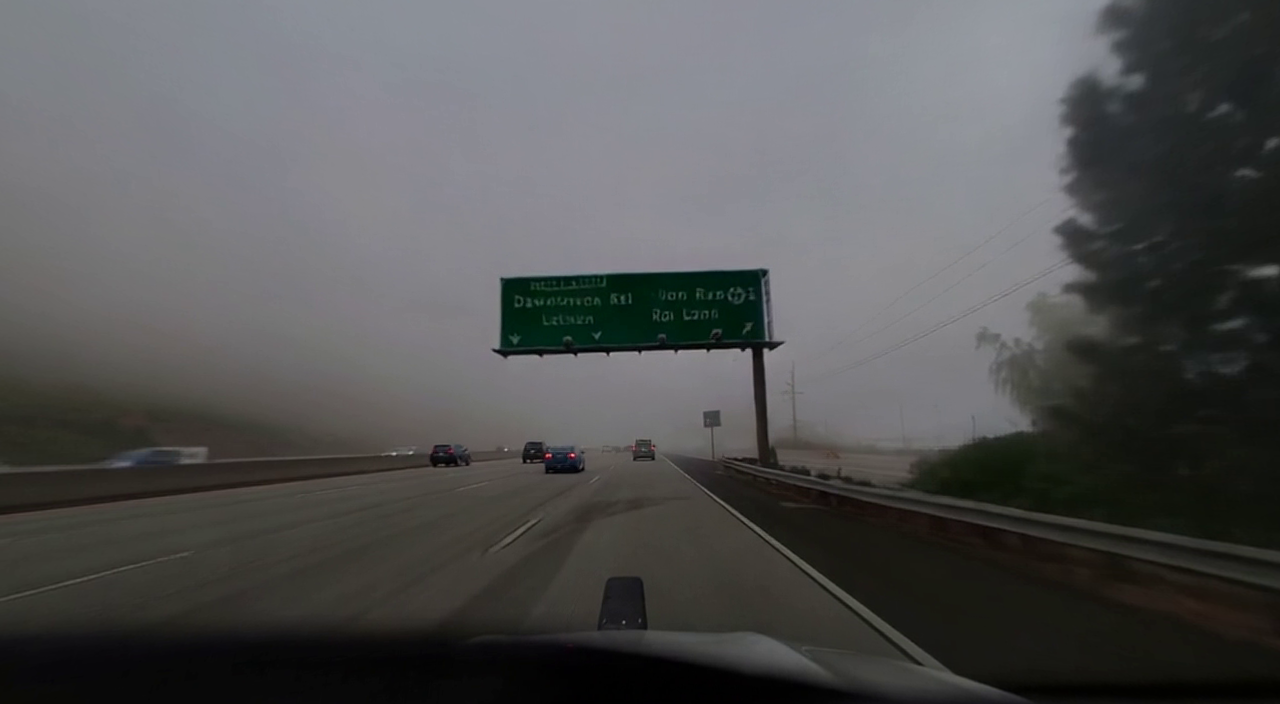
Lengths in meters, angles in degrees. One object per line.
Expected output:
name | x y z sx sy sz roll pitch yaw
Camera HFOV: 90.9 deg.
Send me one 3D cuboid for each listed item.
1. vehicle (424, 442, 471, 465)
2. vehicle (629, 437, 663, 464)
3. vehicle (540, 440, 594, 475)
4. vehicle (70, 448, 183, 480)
vehicle | -14.277 7.505 46.993 2.047 1.608 4.257 0 -8 1
vehicle | 0.389 6.821 43.728 2.194 1.737 4.127 0 -8 0
vehicle | -3.392 5.013 30.252 1.967 1.517 4.808 0 -8 1
vehicle | -28.071 6.122 34.738 1.976 1.549 5.017 0 -8 1
